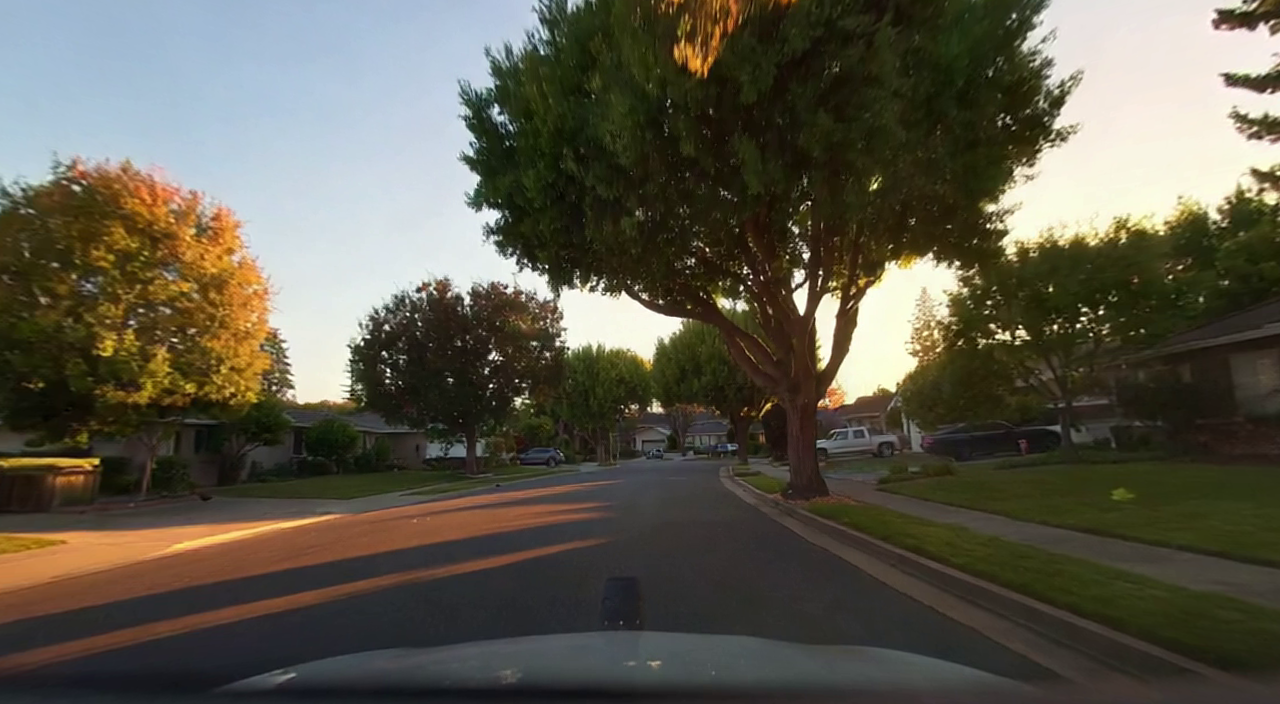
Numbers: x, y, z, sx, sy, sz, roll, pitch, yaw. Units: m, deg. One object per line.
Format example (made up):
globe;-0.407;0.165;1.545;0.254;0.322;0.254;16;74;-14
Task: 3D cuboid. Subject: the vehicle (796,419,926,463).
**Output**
vehicle;11.594;4.764;33.640;6.053;2.240;2.582;-1;-9;7
